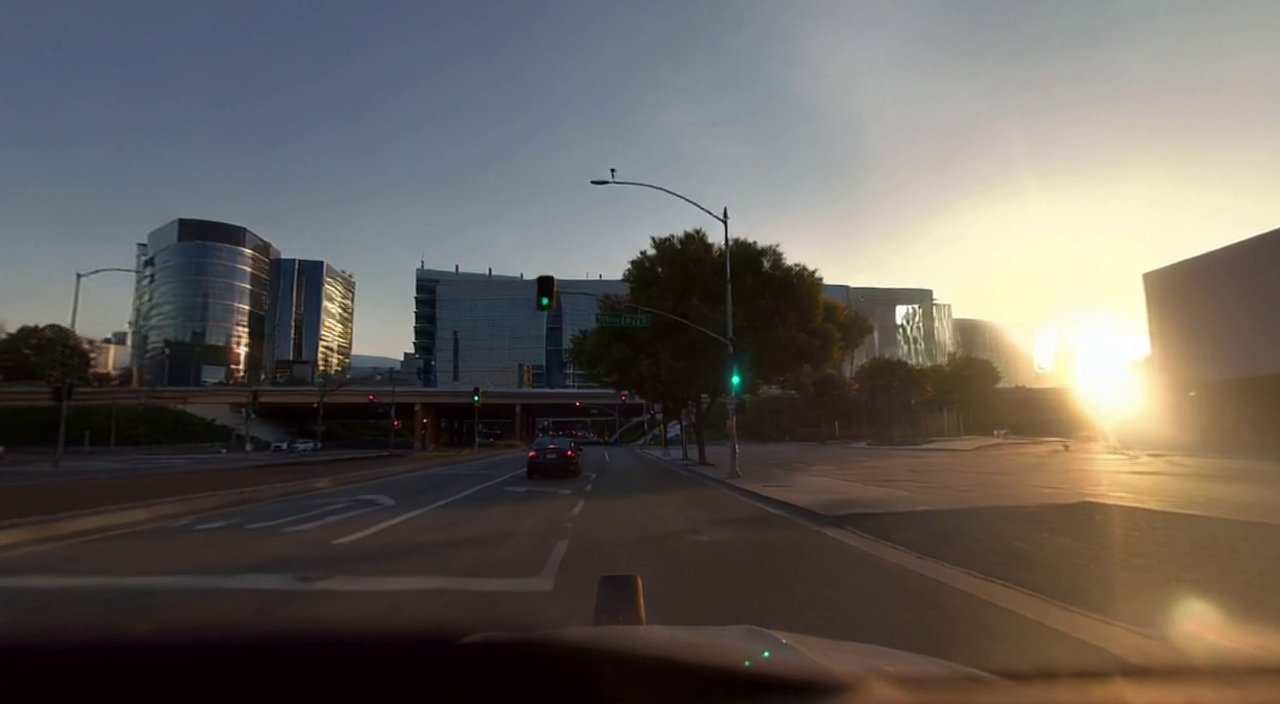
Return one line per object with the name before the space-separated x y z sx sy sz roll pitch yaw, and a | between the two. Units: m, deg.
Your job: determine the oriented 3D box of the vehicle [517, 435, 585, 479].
vehicle | -3.207 3.914 23.702 2.154 1.465 4.532 1 -9 -3
